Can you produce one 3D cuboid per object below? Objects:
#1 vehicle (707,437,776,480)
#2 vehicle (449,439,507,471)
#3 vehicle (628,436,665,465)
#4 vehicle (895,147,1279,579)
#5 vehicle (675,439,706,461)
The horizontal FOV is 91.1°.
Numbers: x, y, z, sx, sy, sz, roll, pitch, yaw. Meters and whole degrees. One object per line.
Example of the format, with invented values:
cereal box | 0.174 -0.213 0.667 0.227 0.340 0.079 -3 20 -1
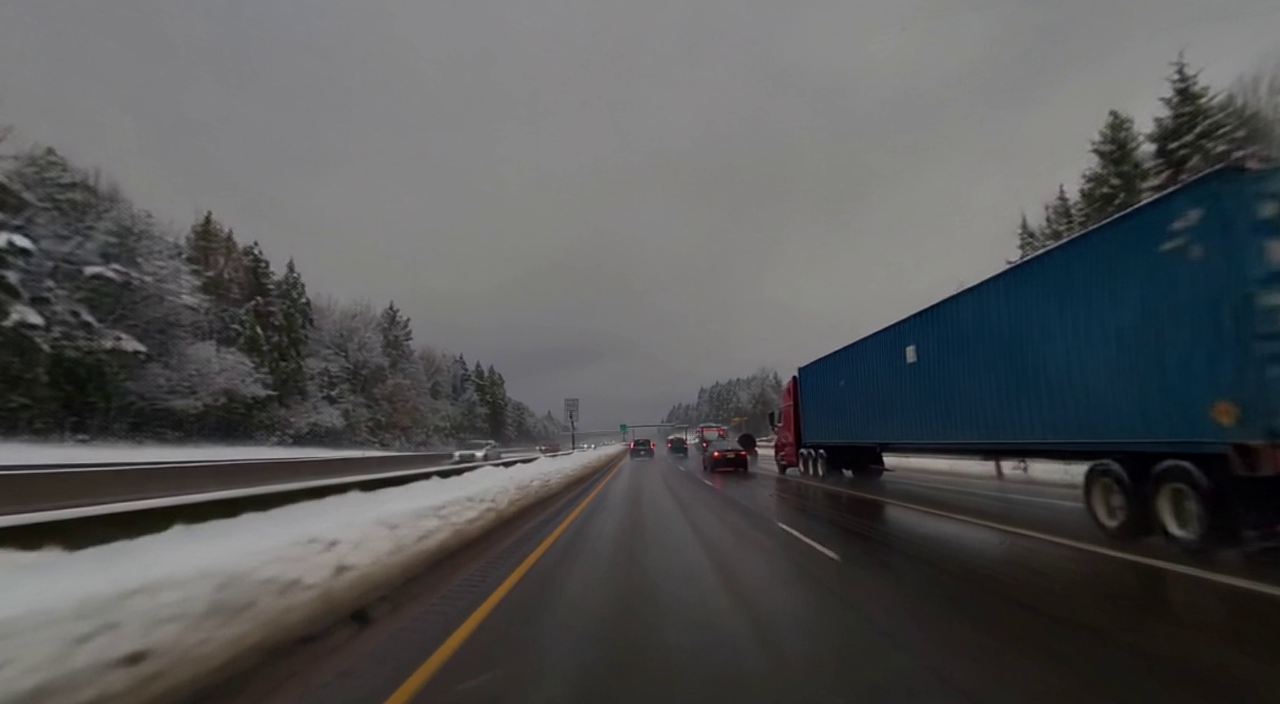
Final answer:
vehicle | 3.851 4.135 24.639 1.888 1.501 4.608 0 -8 0
vehicle | -9.618 6.112 37.605 2.121 1.775 4.656 0 -8 2
vehicle | 0.431 6.418 41.056 2.313 1.736 4.215 0 -8 1
vehicle | 7.406 0.696 9.952 2.784 4.002 9.298 0 -8 0
vehicle | 3.932 7.755 49.727 2.084 1.668 4.511 0 -8 0
